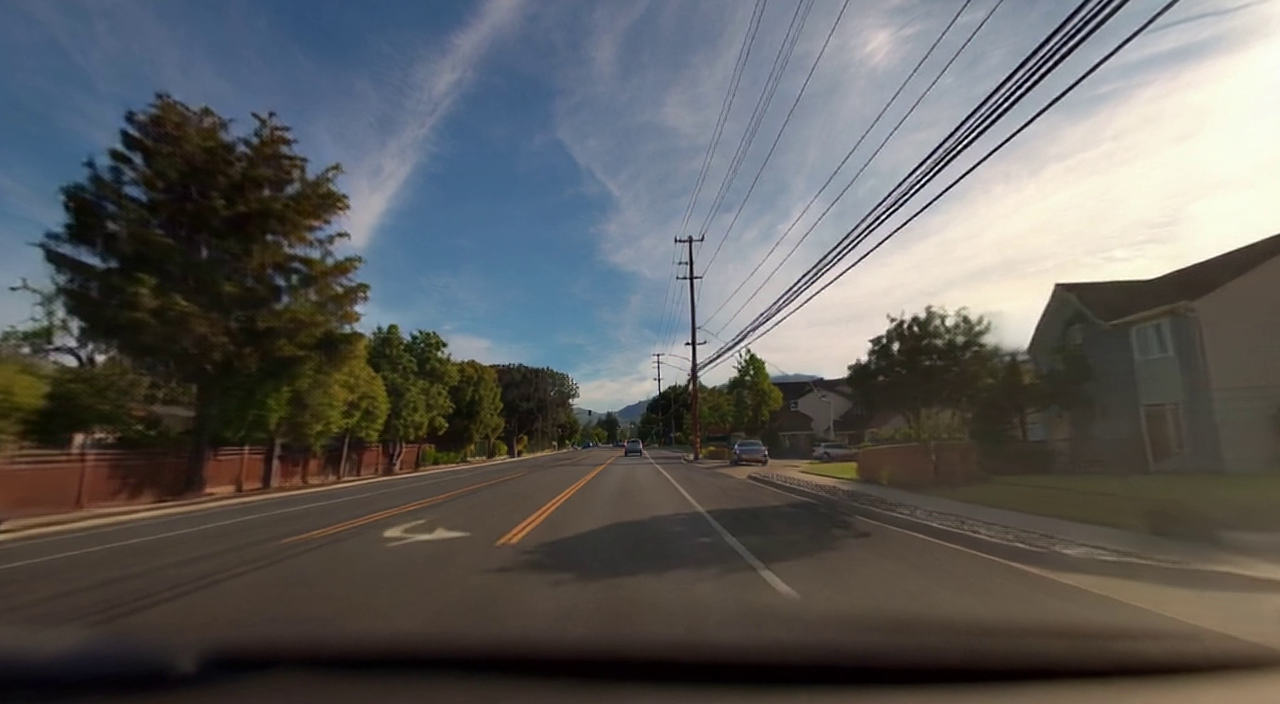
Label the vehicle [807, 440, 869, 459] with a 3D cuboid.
[{"bbox_3d":[14.968,7.383,47.670,4.034,1.403,1.821,0,-9,-2],"label":"vehicle"}]

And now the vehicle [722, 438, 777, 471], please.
[{"bbox_3d":[5.918,5.606,34.606,2.039,1.637,4.782,0,-8,-1],"label":"vehicle"}]
